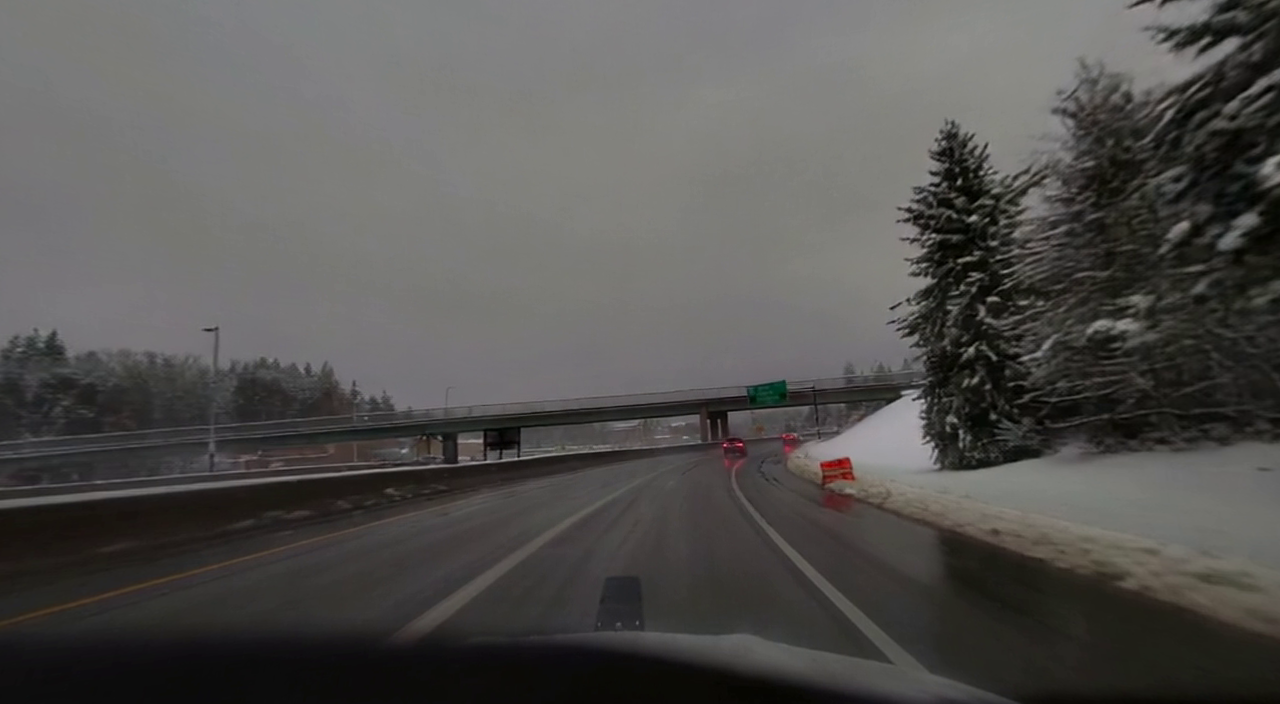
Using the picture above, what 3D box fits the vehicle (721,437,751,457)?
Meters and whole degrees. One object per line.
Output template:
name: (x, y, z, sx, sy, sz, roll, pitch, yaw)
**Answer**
vehicle: (7.626, 7.556, 49.836, 1.985, 1.511, 4.012, -2, -9, 13)
